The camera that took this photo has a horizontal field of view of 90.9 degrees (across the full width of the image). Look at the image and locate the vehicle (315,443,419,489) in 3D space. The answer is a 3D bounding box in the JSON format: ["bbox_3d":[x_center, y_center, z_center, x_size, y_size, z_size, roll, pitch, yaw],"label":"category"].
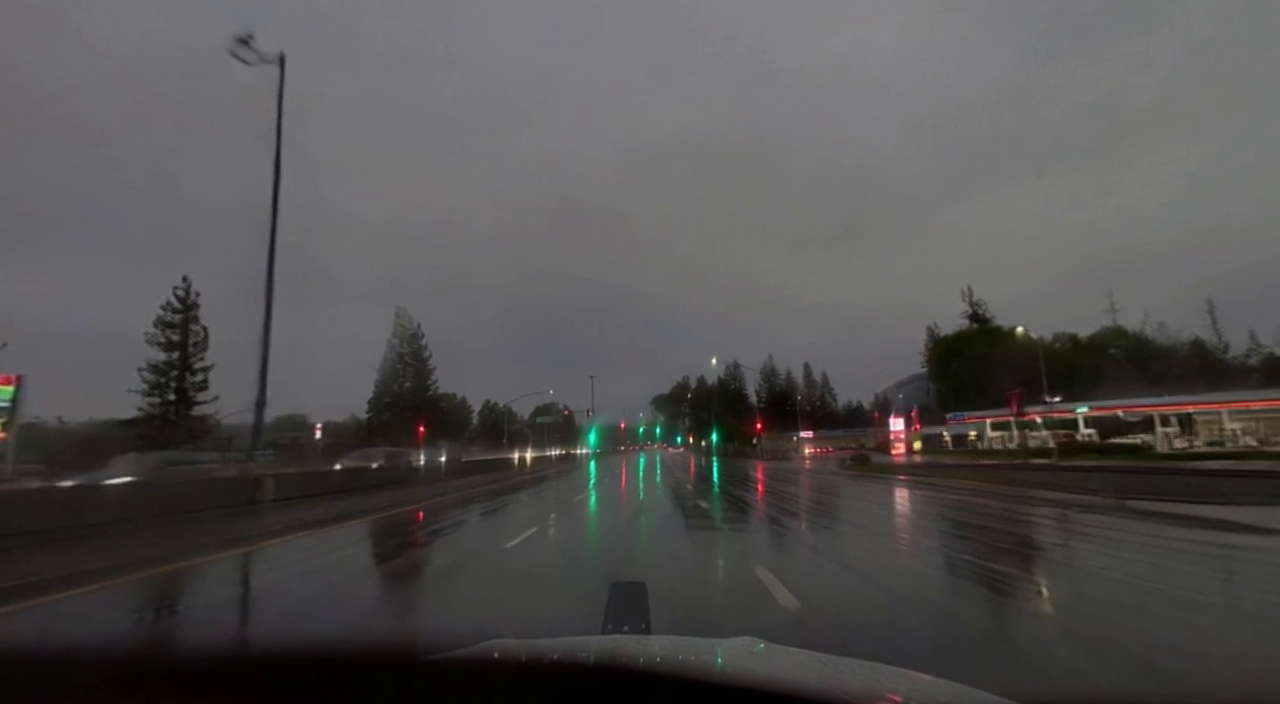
[{"bbox_3d":[-10.352,4.324,24.322,2.059,1.621,4.269,0,-8,1],"label":"vehicle"}]

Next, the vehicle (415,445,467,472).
[{"bbox_3d":[-13.479,7.231,42.988,2.078,1.684,4.505,0,-8,1],"label":"vehicle"}]

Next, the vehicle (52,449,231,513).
[{"bbox_3d":[-13.319,3.420,17.191,1.722,1.510,3.779,0,-8,1],"label":"vehicle"}]
